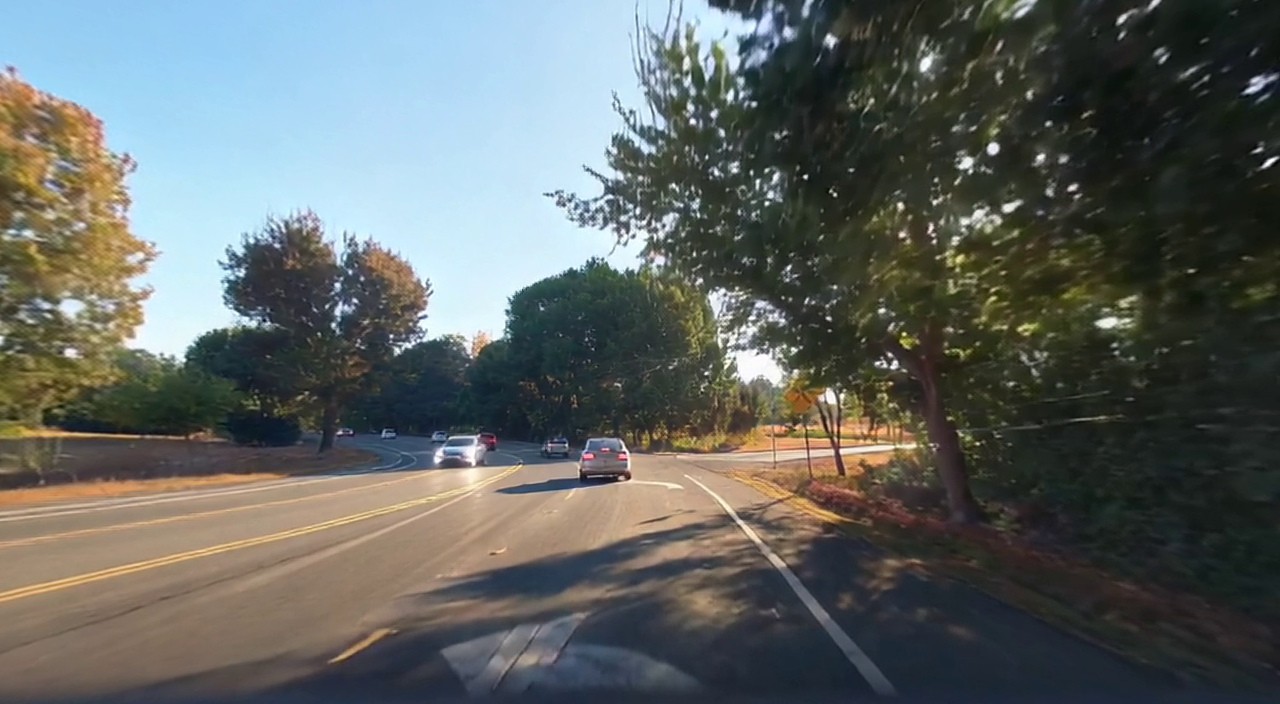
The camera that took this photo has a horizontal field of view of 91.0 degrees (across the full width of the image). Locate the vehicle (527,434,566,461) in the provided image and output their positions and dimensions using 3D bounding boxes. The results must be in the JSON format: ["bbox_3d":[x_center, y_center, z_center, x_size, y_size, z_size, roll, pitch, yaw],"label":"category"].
[{"bbox_3d":[-5.609,5.655,37.333,2.080,1.530,3.719,1,-8,-11],"label":"vehicle"}]

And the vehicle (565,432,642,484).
[{"bbox_3d":[-1.306,3.454,20.782,2.296,1.510,4.068,1,-8,-6],"label":"vehicle"}]
